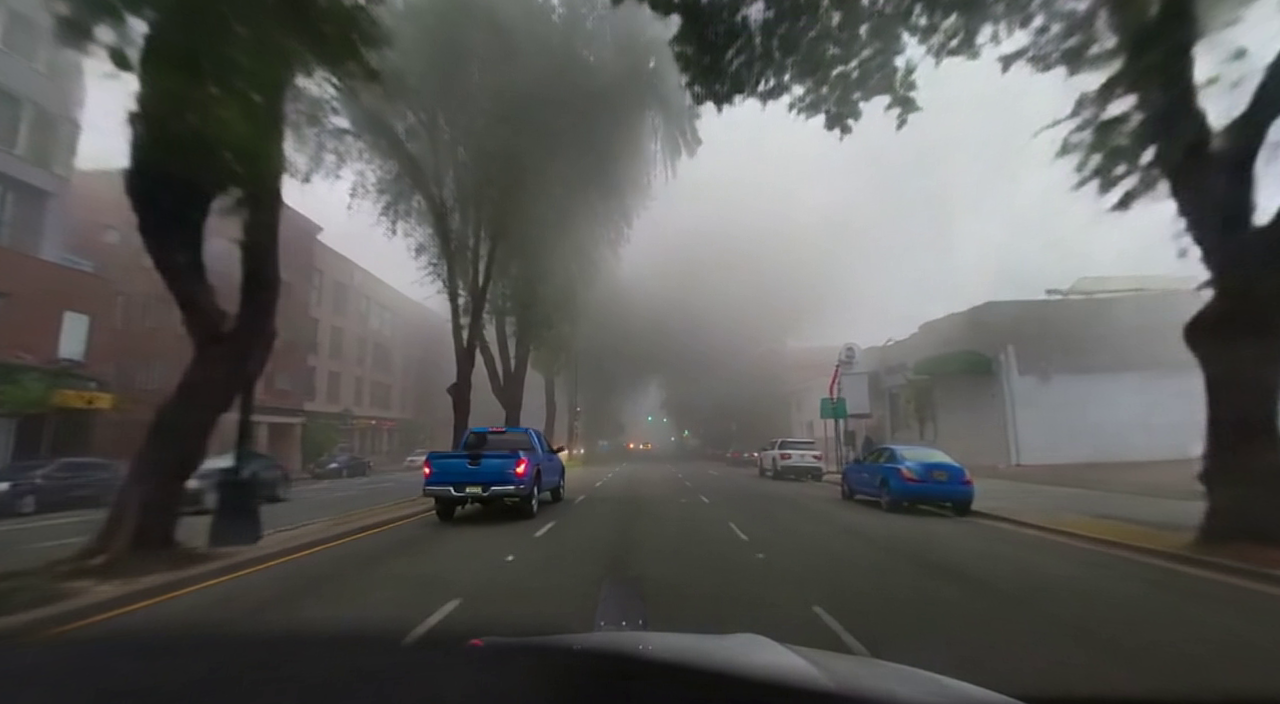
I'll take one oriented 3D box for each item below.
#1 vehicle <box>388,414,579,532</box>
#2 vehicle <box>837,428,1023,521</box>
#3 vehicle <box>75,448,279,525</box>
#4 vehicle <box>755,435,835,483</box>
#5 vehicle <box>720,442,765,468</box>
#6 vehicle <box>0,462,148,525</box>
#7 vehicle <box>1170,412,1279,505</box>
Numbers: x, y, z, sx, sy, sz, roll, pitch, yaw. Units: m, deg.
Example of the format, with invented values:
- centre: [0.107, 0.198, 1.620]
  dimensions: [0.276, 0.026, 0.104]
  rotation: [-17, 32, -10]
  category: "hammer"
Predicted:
- centre: [-2.664, 2.260, 12.416]
  dimensions: [2.197, 1.786, 5.365]
  rotation: [-1, -9, 2]
  category: "vehicle"
- centre: [6.091, 2.618, 14.030]
  dimensions: [1.928, 1.679, 4.716]
  rotation: [0, -9, 1]
  category: "vehicle"
- centre: [-10.010, 2.883, 14.051]
  dimensions: [1.685, 1.457, 3.700]
  rotation: [0, -9, 0]
  category: "vehicle"
- centre: [6.117, 4.264, 25.478]
  dimensions: [2.018, 1.743, 4.529]
  rotation: [0, -9, -1]
  category: "vehicle"
- centre: [6.264, 6.321, 38.795]
  dimensions: [1.988, 1.514, 3.962]
  rotation: [0, -9, -2]
  category: "vehicle"
- centre: [-16.149, 3.758, 17.188]
  dimensions: [1.851, 1.383, 4.507]
  rotation: [0, -9, 0]
  category: "vehicle"
- centre: [12.875, 2.046, 12.186]
  dimensions: [1.864, 1.705, 3.878]
  rotation: [0, -9, 1]
  category: "vehicle"
